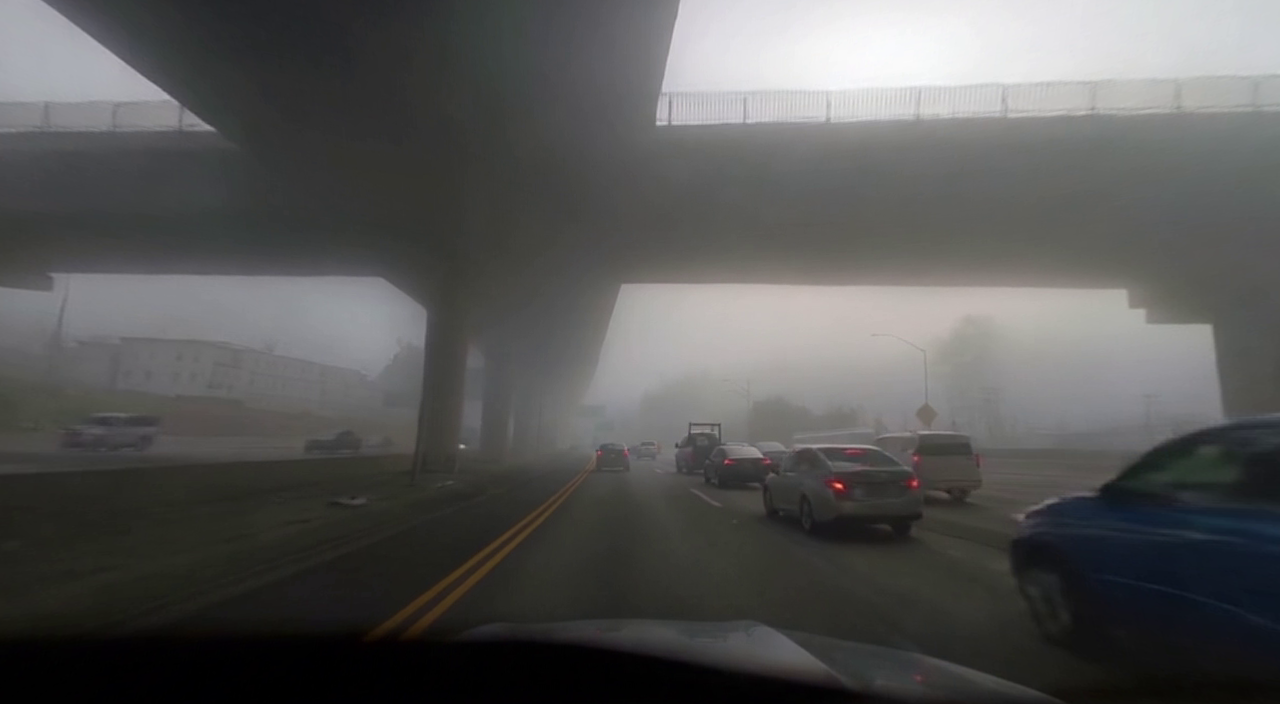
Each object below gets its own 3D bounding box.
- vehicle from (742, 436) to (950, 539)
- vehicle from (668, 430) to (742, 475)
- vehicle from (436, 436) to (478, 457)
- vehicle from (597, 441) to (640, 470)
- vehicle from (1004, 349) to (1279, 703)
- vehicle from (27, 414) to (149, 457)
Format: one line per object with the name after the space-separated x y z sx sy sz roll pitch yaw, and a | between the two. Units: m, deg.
3.338 2.288 11.419 2.074 1.455 4.646 0 -8 -2 | vehicle
3.118 5.096 32.297 2.747 2.061 7.011 0 -8 -3 | vehicle
-13.653 7.061 47.406 2.045 1.499 4.501 0 -8 -4 | vehicle
-1.203 5.749 35.318 2.266 1.549 3.978 0 -8 -1 | vehicle
4.057 0.795 2.403 2.276 1.739 5.040 0 -8 -1 | vehicle
-31.943 4.914 36.878 2.245 2.276 5.722 1 -8 -5 | vehicle
